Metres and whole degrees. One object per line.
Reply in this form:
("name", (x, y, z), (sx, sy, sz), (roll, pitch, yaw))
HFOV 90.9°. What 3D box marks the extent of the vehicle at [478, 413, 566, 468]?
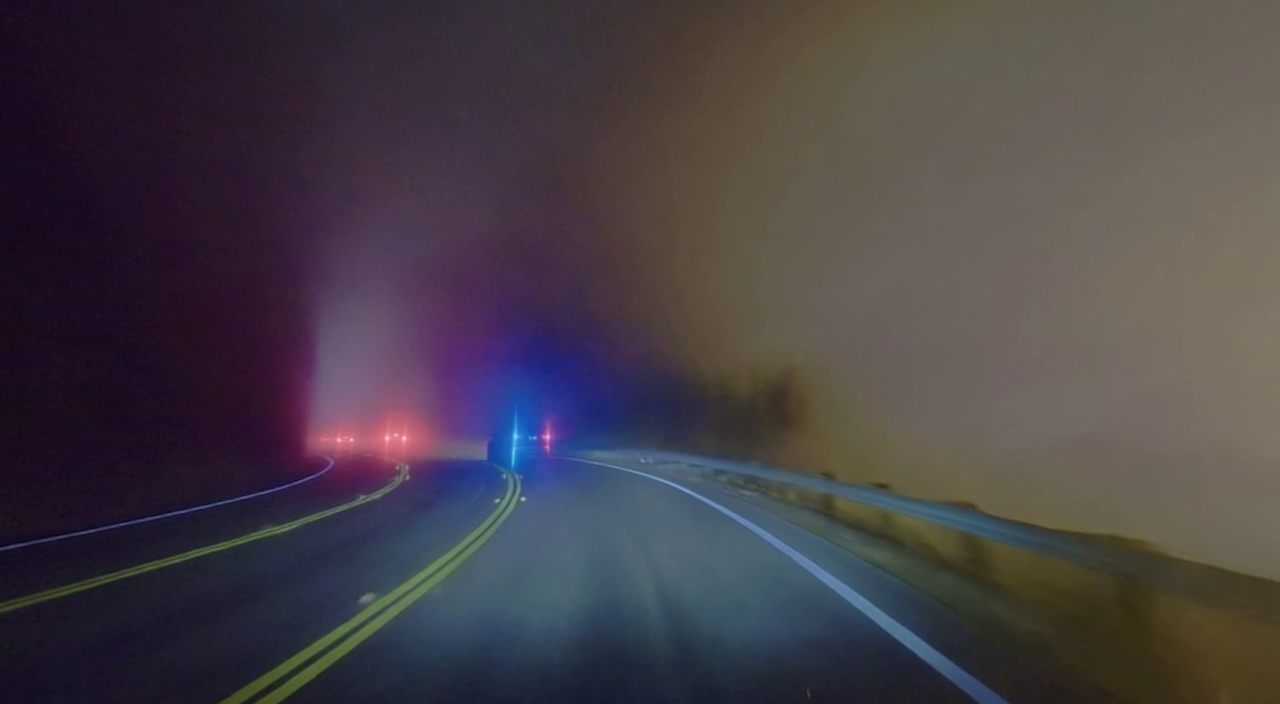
("vehicle", (-4.927, 3.615, 25.544), (2.500, 1.961, 5.637), (3, -9, -20))
